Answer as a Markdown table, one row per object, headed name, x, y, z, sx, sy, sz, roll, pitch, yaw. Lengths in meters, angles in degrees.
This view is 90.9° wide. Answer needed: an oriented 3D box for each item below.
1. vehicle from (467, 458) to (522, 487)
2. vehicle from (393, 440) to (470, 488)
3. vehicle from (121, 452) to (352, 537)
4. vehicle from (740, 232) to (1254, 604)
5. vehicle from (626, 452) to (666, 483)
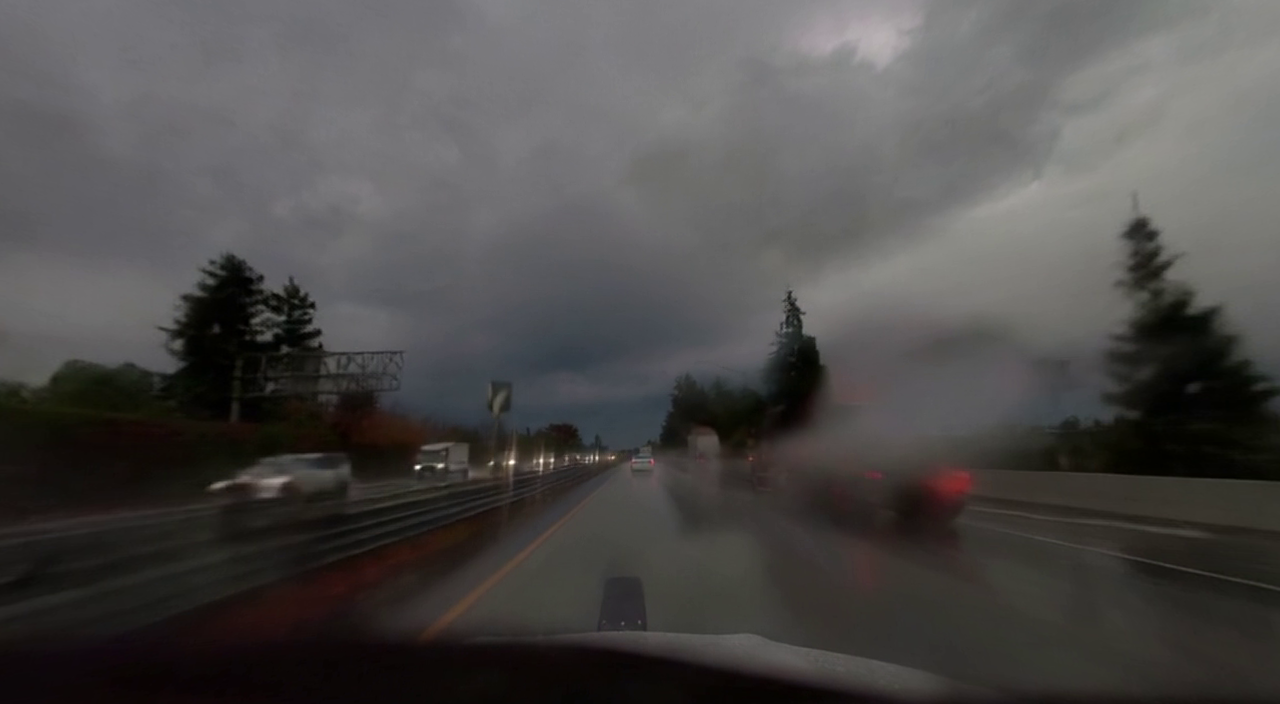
| name | x | y | z | sx | sy | sz | roll | pitch | yaw |
| --- | --- | --- | --- | --- | --- | --- | --- | --- | --- |
| vehicle | -7.900 | 6.554 | 34.565 | 1.965 | 1.453 | 4.364 | 0 | -9 | 0 |
| vehicle | -12.918 | 6.986 | 39.612 | 2.623 | 2.723 | 6.160 | 0 | -9 | 0 |
| vehicle | -8.243 | 2.898 | 13.511 | 2.012 | 1.487 | 4.378 | 0 | -9 | 0 |
| vehicle | 4.397 | 1.513 | 12.265 | 2.885 | 3.679 | 12.102 | 0 | -9 | 0 |
| vehicle | 0.289 | 5.947 | 32.733 | 1.939 | 1.495 | 3.612 | 0 | -9 | 0 |
